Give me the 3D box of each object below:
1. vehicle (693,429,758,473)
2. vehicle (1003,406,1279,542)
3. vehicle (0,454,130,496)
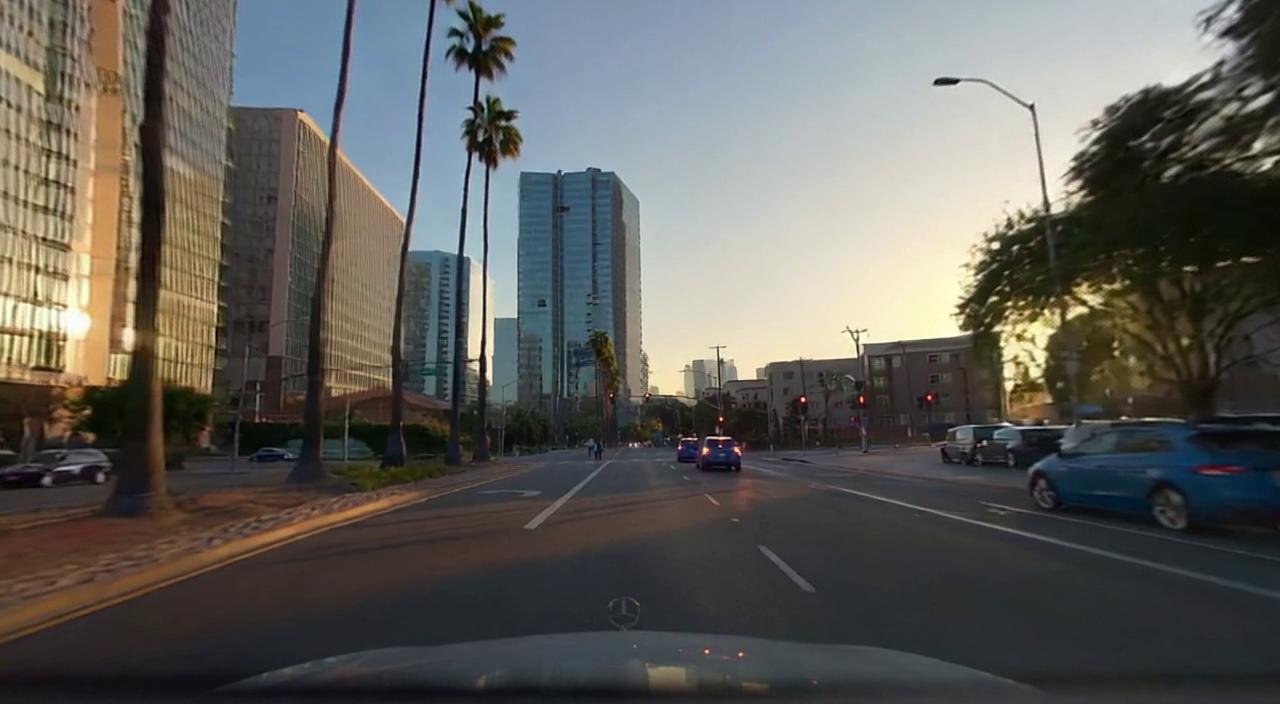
[{"bbox_3d":[3.610,4.312,27.624,2.060,1.756,4.770,0,-8,-1],"label":"vehicle"},{"bbox_3d":[8.685,1.924,10.608,2.192,1.725,4.920,0,-8,-1],"label":"vehicle"},{"bbox_3d":[-23.534,4.913,25.645,1.860,1.485,4.833,0,-8,-3],"label":"vehicle"}]
